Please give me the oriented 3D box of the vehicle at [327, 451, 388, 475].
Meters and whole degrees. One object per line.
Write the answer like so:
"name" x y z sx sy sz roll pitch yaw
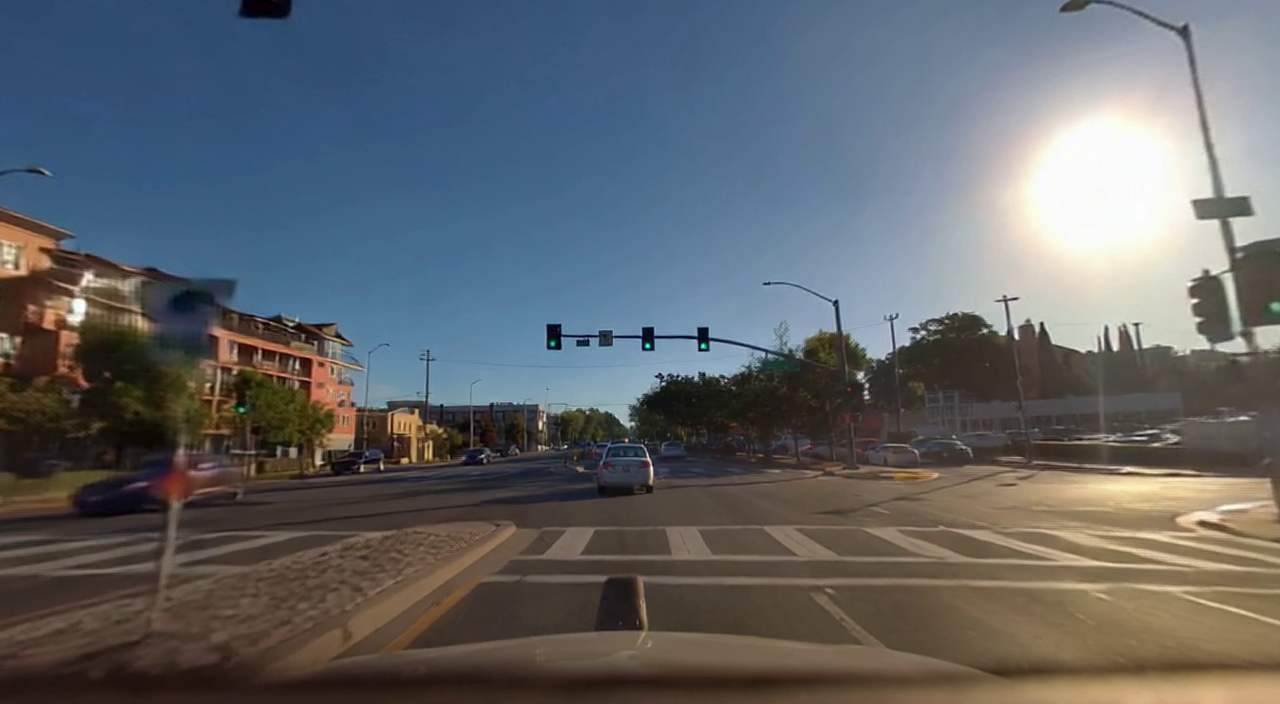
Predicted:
"vehicle" -19.513 7.669 43.663 2.018 1.468 4.768 0 -8 0

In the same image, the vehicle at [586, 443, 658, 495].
"vehicle" -0.529 3.595 19.772 2.010 1.447 4.121 0 -8 -1

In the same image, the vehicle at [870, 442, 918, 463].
"vehicle" 18.941 7.436 46.830 1.900 1.490 4.238 -8 -11 41

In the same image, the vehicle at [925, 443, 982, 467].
"vehicle" 19.777 6.436 39.633 1.932 1.430 4.203 -8 -12 43

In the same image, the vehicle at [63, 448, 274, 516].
"vehicle" -12.030 3.290 16.594 1.963 1.504 4.640 0 -8 0

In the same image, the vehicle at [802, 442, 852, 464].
"vehicle" 12.675 6.893 42.986 1.849 1.429 4.335 0 -8 -3
